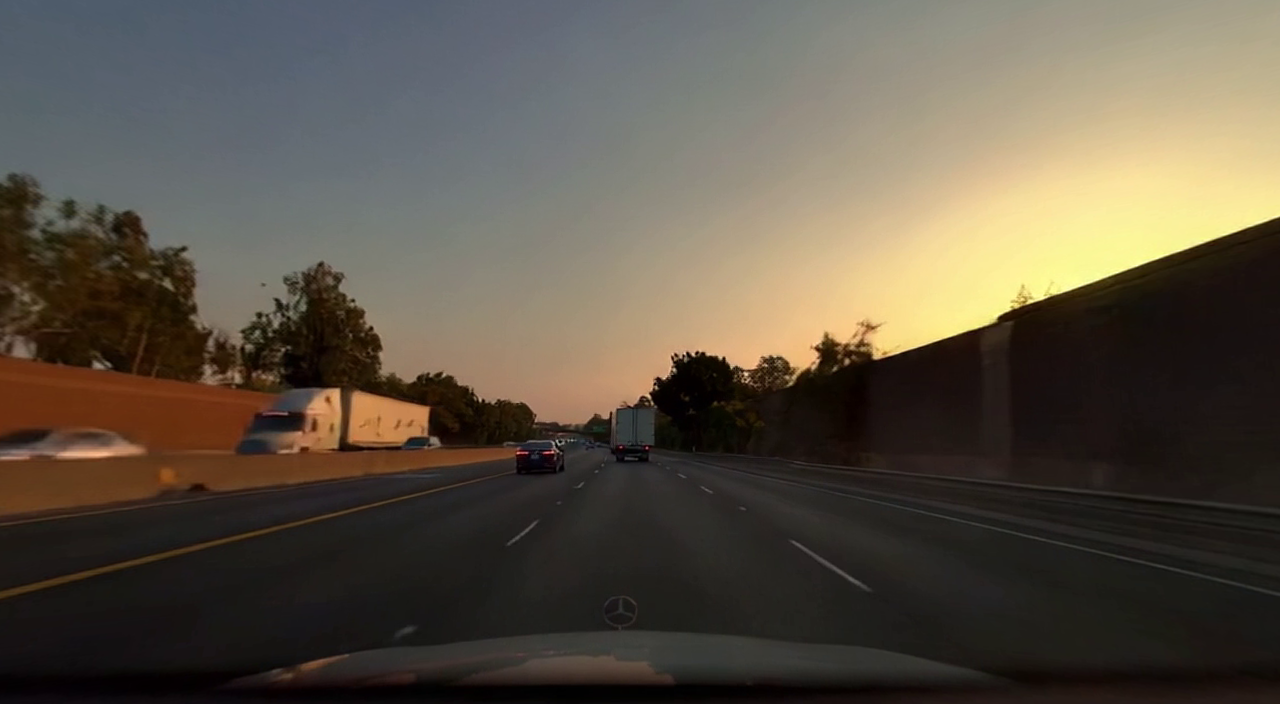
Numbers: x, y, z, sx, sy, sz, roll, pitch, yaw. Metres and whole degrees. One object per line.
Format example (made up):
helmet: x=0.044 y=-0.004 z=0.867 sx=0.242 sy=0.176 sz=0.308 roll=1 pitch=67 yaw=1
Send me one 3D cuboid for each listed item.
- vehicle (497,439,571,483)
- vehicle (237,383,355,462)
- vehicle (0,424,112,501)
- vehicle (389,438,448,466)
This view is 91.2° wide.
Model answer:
vehicle: x=-3.960 y=4.196 z=24.283 sx=2.057 sy=1.519 sz=4.372 roll=0 pitch=-9 yaw=1
vehicle: x=-17.312 y=3.692 z=32.021 sx=3.288 sy=3.682 sz=4.837 roll=0 pitch=-9 yaw=-3
vehicle: x=-13.397 y=2.195 z=12.463 sx=1.876 sy=1.486 sz=4.508 roll=0 pitch=-9 yaw=-1
vehicle: x=-13.471 y=6.103 z=38.347 sx=2.004 sy=1.564 sz=4.488 roll=0 pitch=-9 yaw=0
